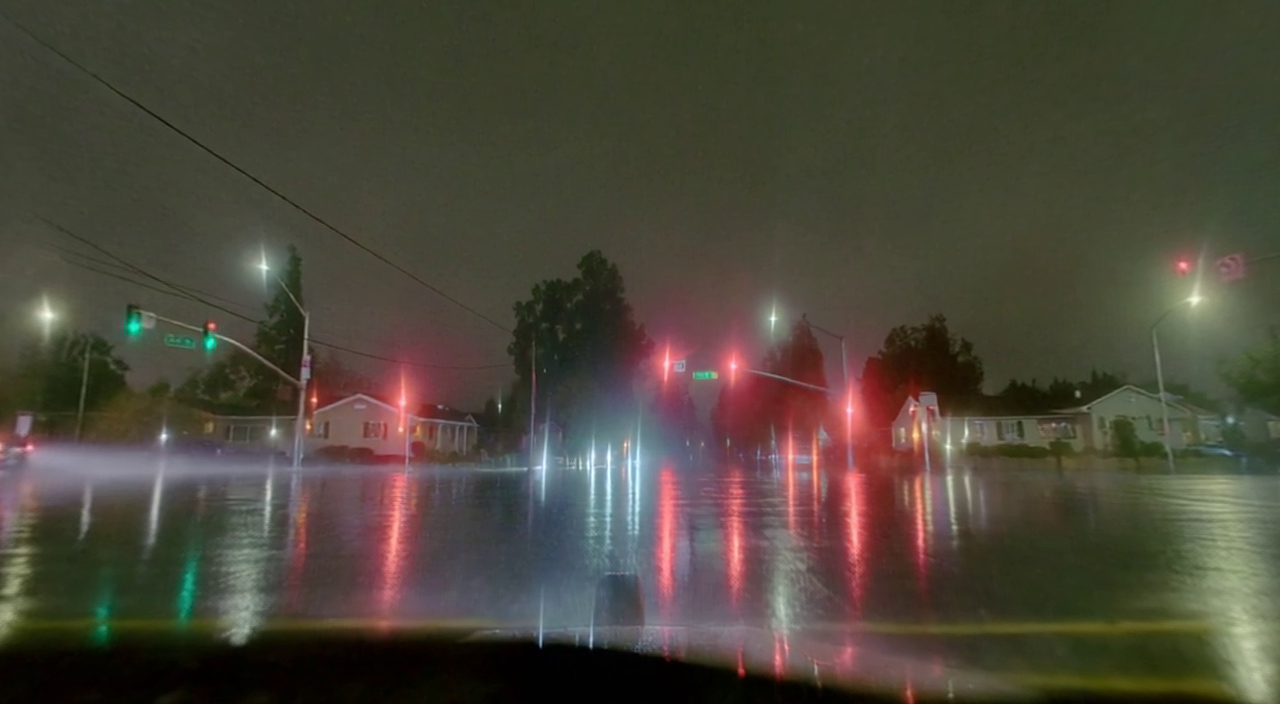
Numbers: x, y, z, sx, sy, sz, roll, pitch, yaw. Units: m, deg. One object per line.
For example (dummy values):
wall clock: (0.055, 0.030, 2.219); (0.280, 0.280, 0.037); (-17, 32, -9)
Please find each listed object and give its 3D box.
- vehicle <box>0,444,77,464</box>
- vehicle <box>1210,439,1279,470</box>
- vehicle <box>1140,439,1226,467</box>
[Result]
vehicle: (-44.257, 7.490, 46.479); (3.949, 1.422, 1.744); (0, -9, 2)
vehicle: (37.603, 6.148, 38.009); (1.915, 1.773, 4.499); (1, -9, -9)
vehicle: (36.794, 6.852, 42.981); (1.853, 1.723, 4.460); (0, -9, 0)
